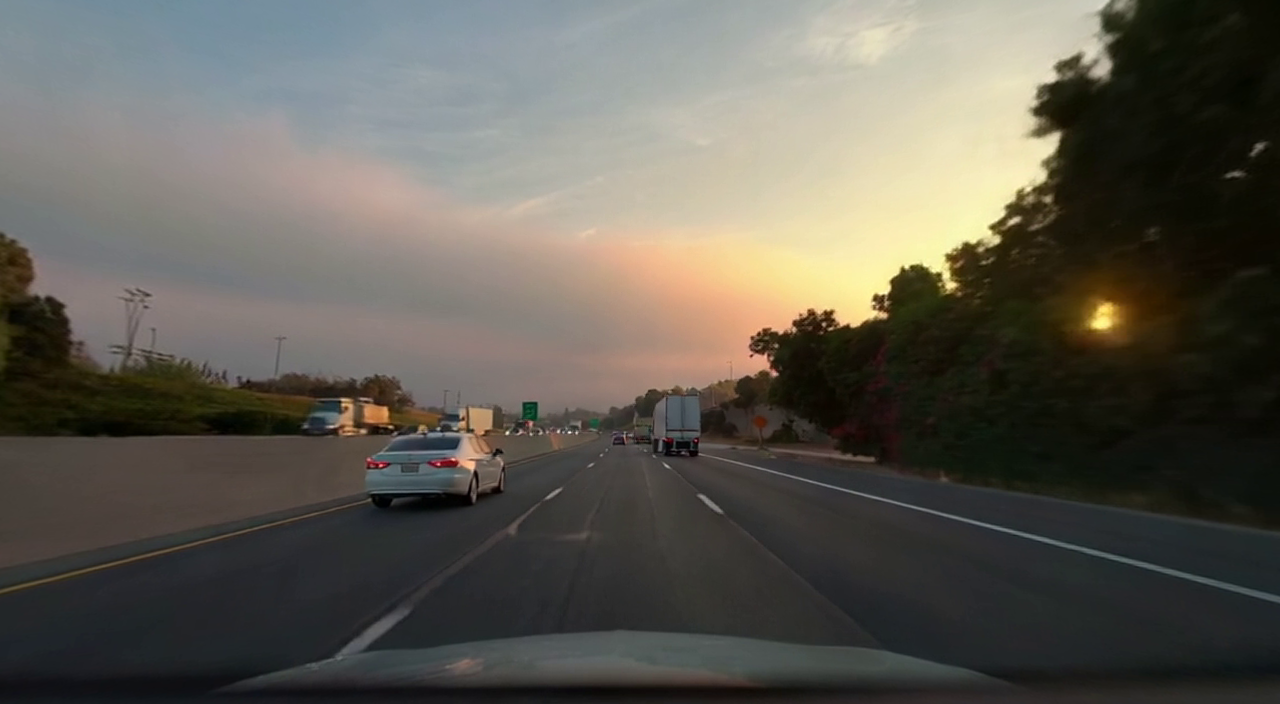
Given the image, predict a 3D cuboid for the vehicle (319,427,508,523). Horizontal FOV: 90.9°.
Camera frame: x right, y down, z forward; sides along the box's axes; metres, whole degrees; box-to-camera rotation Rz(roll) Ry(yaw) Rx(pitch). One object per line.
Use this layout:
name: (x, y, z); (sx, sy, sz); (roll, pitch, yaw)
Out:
vehicle: (-3.906, 2.168, 11.826); (1.971, 1.444, 4.401); (0, -8, -1)

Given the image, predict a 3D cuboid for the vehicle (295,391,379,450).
vehicle: (-20.498, 4.741, 43.002); (2.925, 3.762, 5.701); (0, -7, -1)
